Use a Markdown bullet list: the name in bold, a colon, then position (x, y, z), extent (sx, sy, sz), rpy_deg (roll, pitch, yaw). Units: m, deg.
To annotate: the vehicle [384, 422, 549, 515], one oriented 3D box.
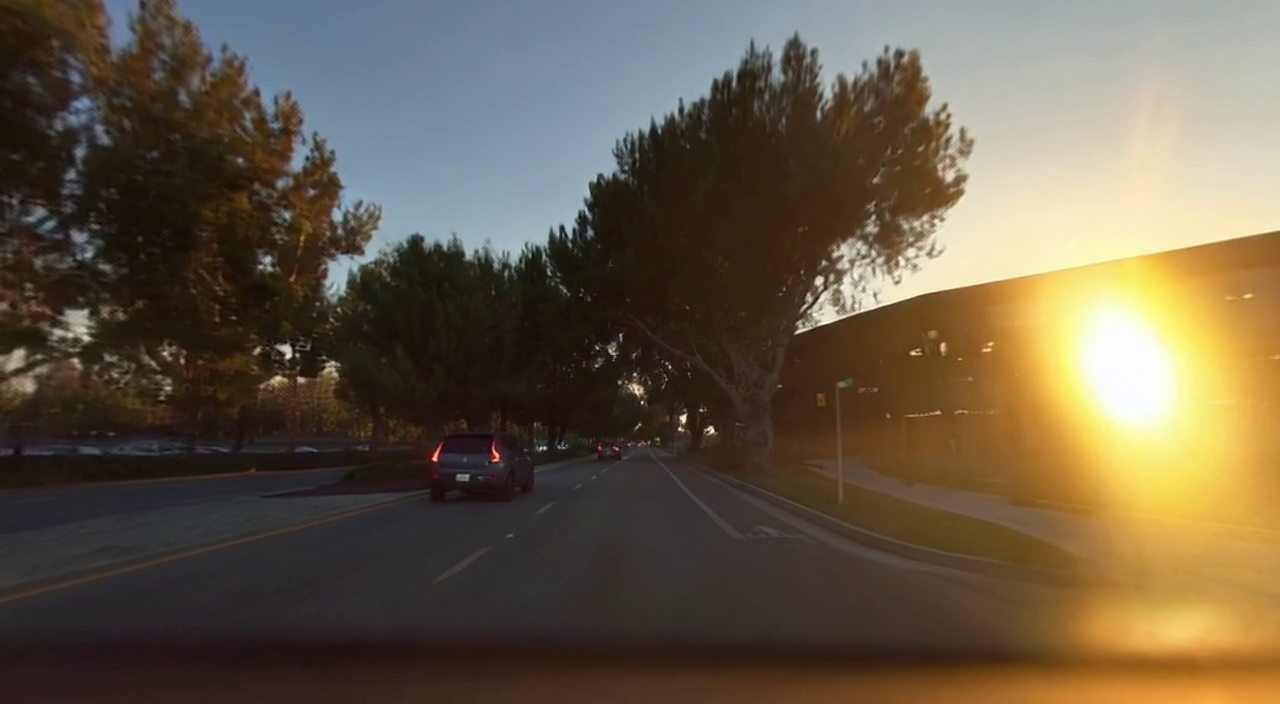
- **vehicle**: position (-3.539, 2.484, 14.039), extent (2.202, 1.685, 4.772), rpy_deg (0, -8, 1)
